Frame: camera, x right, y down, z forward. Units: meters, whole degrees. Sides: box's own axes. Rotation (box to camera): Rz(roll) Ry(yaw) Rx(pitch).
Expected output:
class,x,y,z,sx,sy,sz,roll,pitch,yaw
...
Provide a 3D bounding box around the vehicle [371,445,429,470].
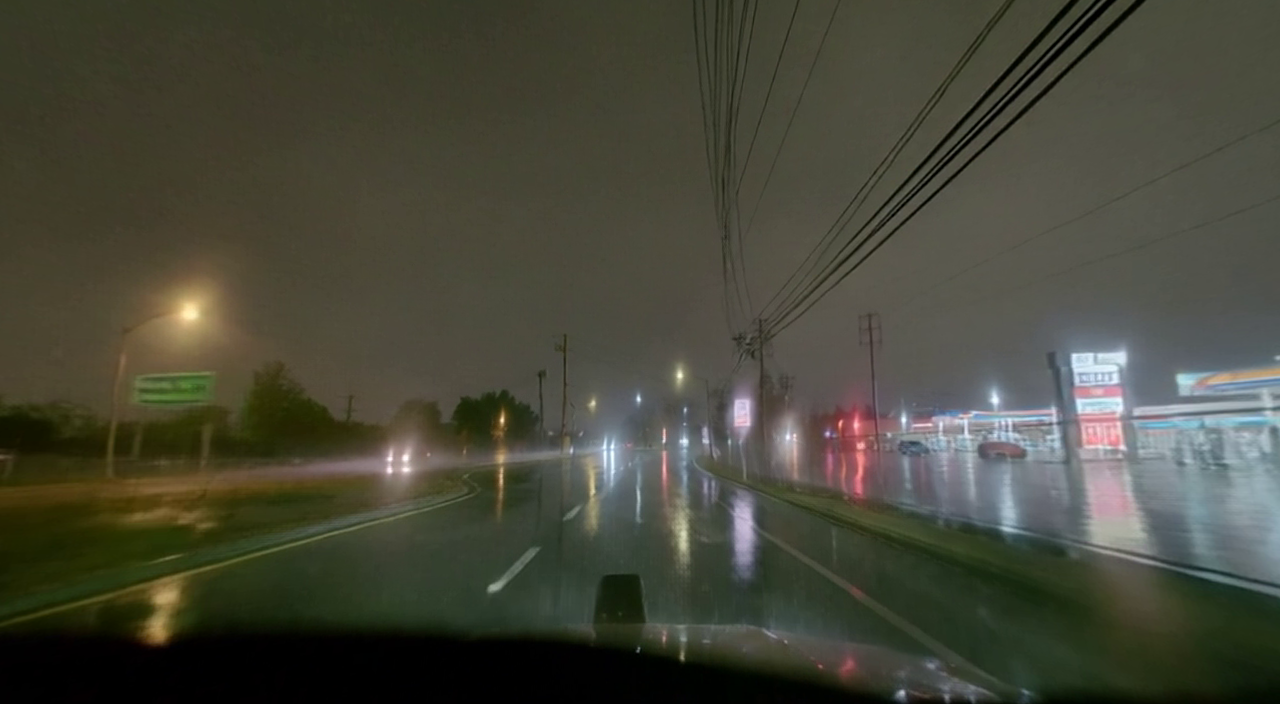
class,x,y,z,sx,sy,sz,roll,pitch,yaw
vehicle,-17.051,7.521,44.992,2.011,1.646,4.522,-1,-9,5
